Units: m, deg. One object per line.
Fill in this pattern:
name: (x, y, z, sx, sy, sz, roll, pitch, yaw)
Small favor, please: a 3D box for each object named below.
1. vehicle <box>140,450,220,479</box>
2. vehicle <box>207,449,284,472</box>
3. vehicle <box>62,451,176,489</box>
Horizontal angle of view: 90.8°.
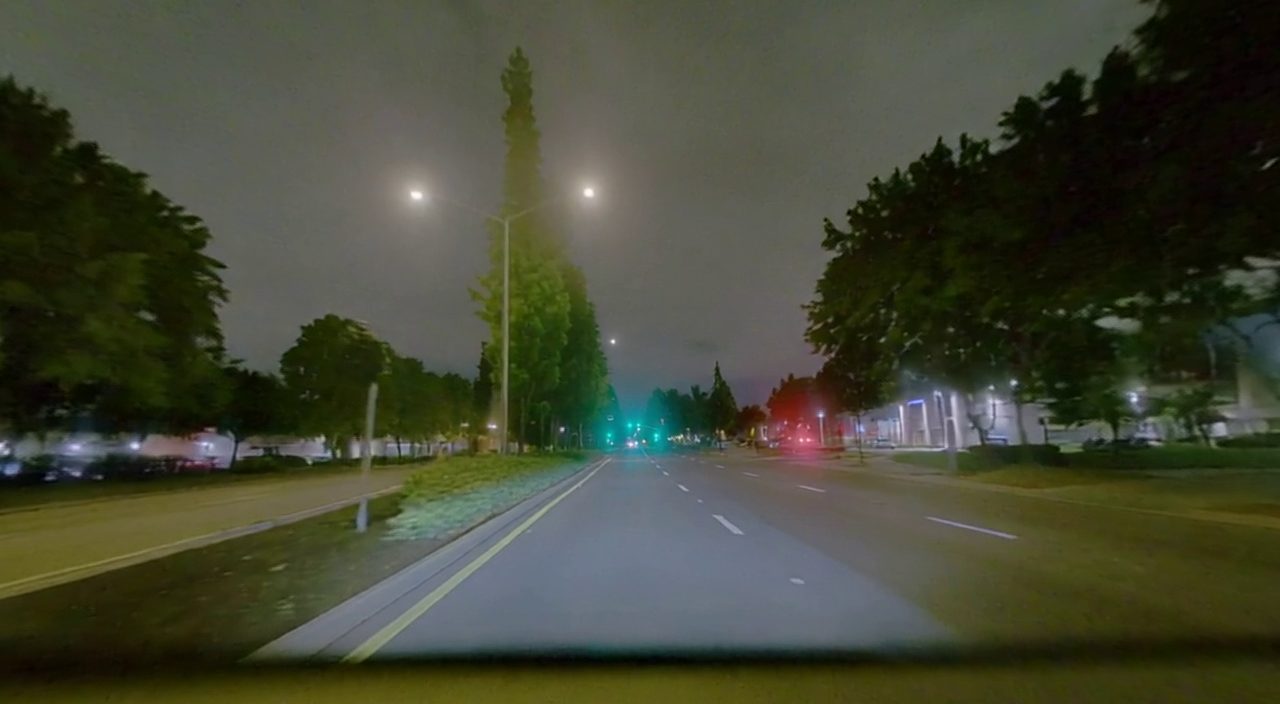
vehicle: (-28.936, 7.072, 39.917, 1.918, 1.669, 4.300, 1, -8, -3)
vehicle: (-30.489, 8.405, 48.888, 4.632, 1.681, 1.904, 0, -8, -1)
vehicle: (-25.546, 5.752, 31.249, 1.949, 1.662, 4.589, 1, -8, -5)
